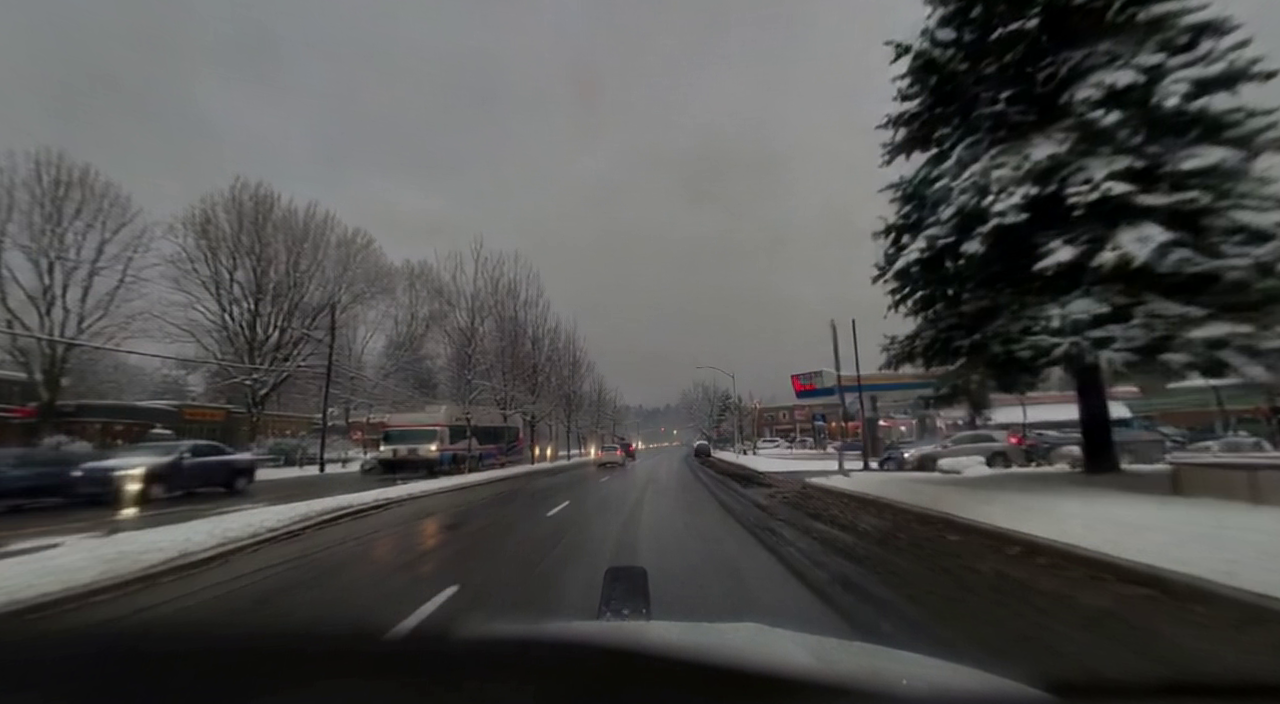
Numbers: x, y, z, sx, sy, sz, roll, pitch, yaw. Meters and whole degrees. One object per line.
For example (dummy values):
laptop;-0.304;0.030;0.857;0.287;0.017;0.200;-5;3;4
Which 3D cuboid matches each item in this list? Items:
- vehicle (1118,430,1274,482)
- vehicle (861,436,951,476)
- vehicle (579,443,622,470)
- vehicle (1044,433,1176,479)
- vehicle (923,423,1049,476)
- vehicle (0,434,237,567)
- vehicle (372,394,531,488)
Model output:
vehicle;21.832;4.099;25.050;1.922;1.861;4.340;1;-9;-6
vehicle;10.585;4.162;25.489;1.888;1.465;4.727;-1;-9;4
vehicle;-2.123;5.763;34.925;1.959;1.406;4.272;0;-8;2
vehicle;18.686;4.159;25.391;1.845;1.650;4.651;-1;-8;3
vehicle;13.504;3.871;25.102;2.015;1.839;5.416;0;-9;1
vehicle;-8.201;1.939;8.866;2.099;1.467;4.596;-2;-7;0
vehicle;-7.948;4.116;29.347;3.056;3.289;13.199;-2;-8;1
